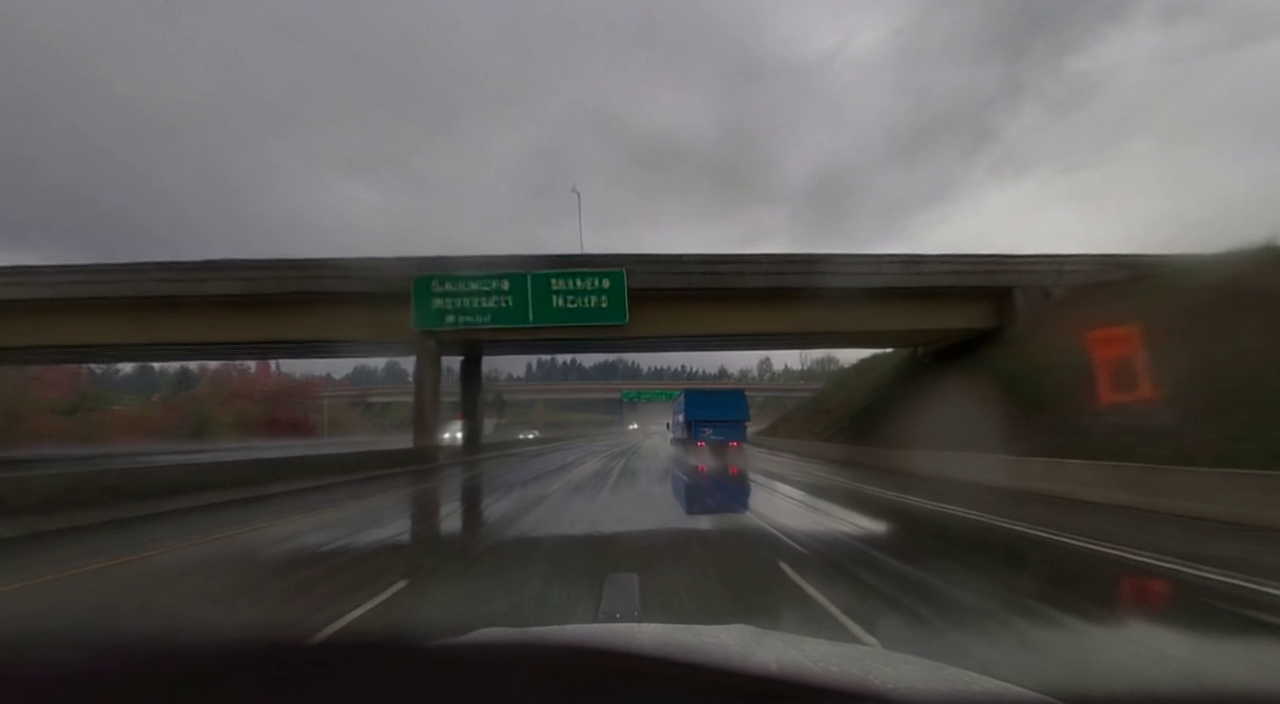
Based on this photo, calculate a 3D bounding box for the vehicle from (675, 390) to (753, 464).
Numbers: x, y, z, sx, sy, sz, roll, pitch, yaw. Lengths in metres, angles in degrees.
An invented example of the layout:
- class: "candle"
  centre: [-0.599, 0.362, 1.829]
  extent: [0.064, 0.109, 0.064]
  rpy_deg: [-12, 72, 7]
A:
- class: "vehicle"
  centre: [3.734, 4.195, 34.837]
  extent: [2.849, 3.391, 11.018]
  rpy_deg: [-1, -8, -1]
